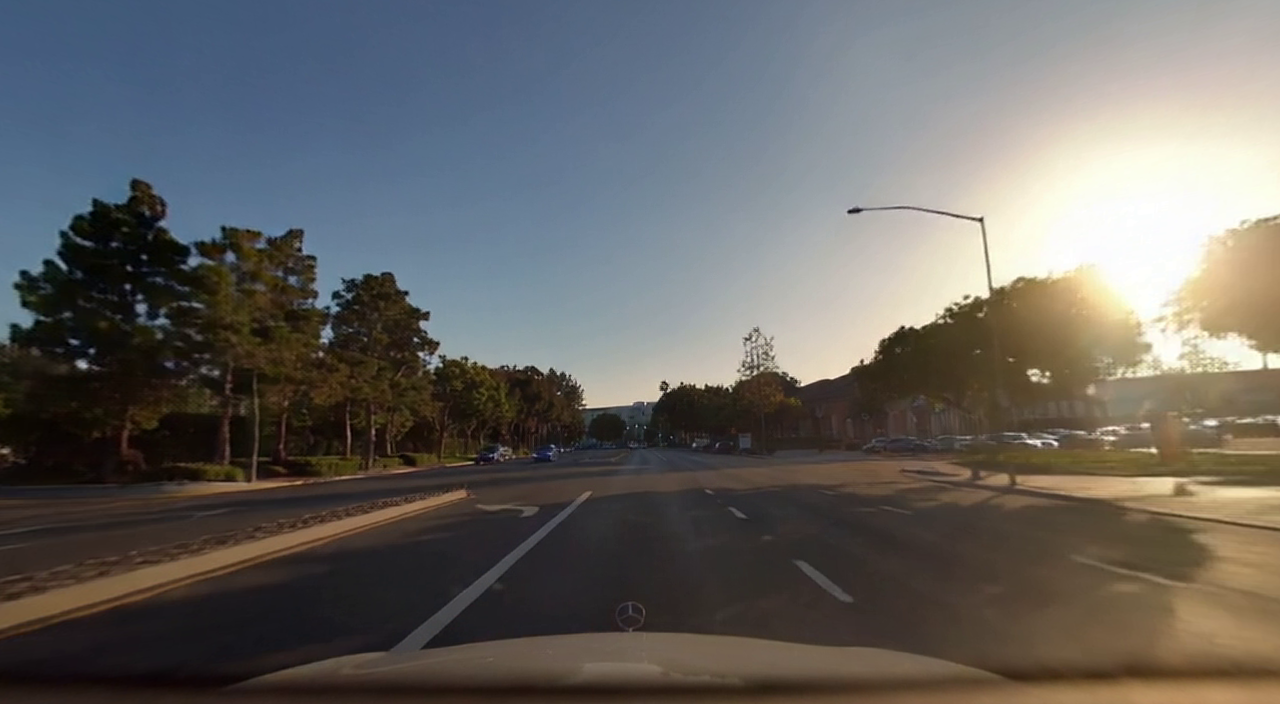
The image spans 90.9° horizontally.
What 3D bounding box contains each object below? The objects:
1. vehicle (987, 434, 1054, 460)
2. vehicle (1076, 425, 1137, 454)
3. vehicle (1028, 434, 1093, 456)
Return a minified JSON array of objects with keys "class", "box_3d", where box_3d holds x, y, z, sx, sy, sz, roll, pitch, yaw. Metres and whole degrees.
[{"class":"vehicle","box_3d":[25.068,6.255,41.468,4.512,1.648,1.938,6,-10,-34]},{"class":"vehicle","box_3d":[36.759,6.897,49.574,5.504,1.957,2.290,3,-10,-39]},{"class":"vehicle","box_3d":[29.659,6.571,44.413,4.702,1.464,1.807,5,-10,-30]}]
